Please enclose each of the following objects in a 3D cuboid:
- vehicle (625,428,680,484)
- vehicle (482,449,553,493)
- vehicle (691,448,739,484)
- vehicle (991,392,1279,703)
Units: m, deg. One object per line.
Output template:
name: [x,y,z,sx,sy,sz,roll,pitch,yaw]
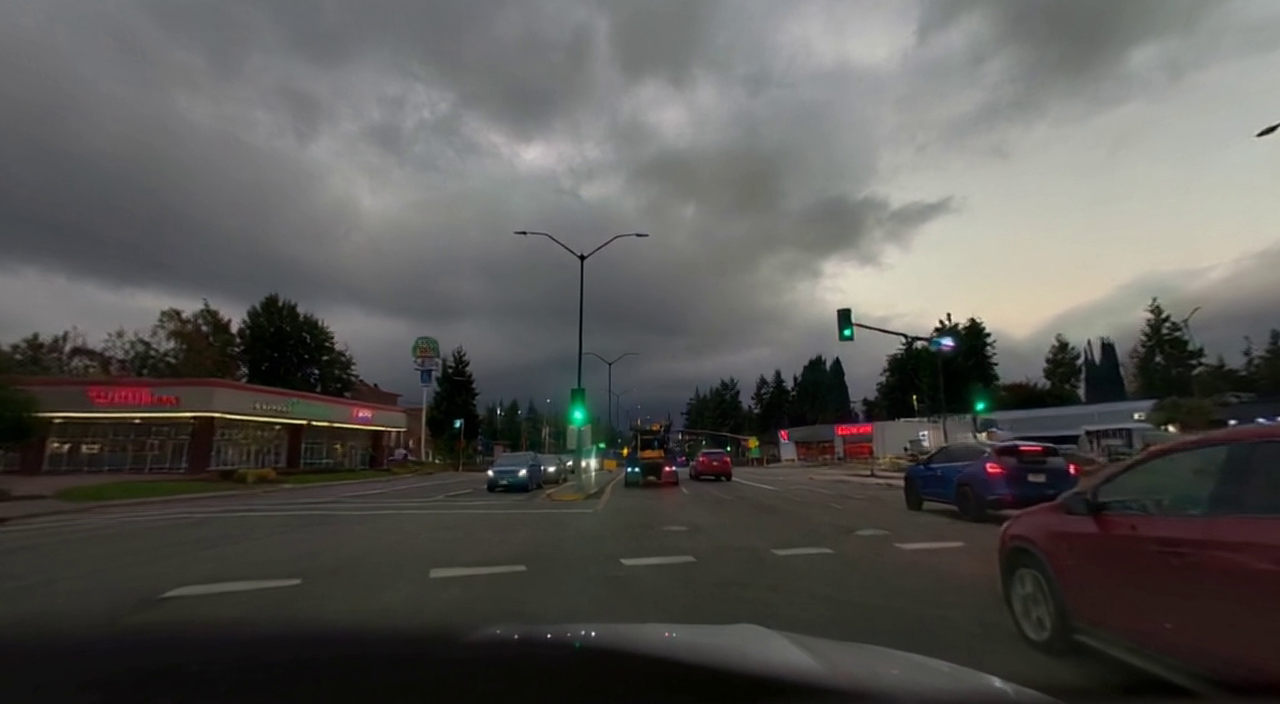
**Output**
vehicle: [0.549,5.167,31.527,2.370,2.518,3.858,-1,-8,-3]
vehicle: [-4.690,4.596,24.753,2.001,1.518,4.316,0,-9,-1]
vehicle: [3.926,6.046,33.793,2.025,1.754,4.311,0,-9,0]
vehicle: [3.568,0.983,2.538,2.025,1.618,3.949,0,-9,1]
